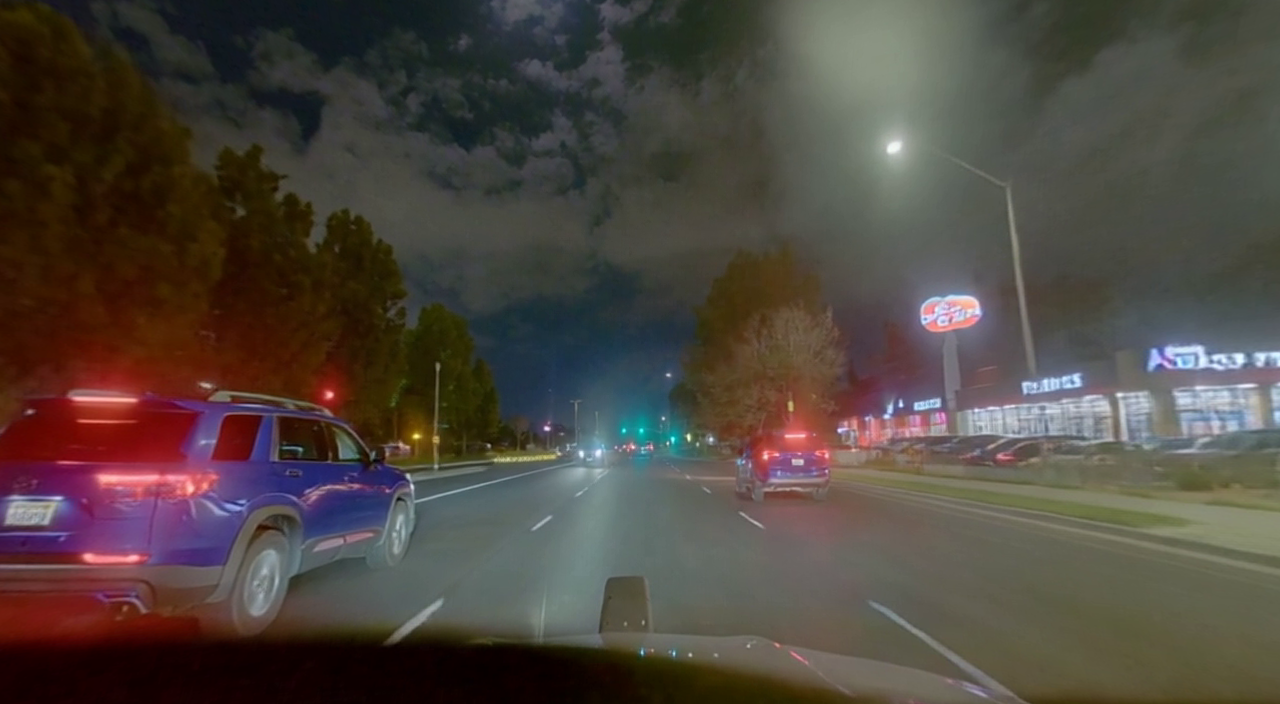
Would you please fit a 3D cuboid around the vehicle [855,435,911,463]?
[{"bbox_3d":[15.686,6.298,40.927,1.897,1.662,4.504,0,-8,1],"label":"vehicle"}]

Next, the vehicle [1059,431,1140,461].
[{"bbox_3d":[29.185,6.002,40.221,2.051,1.813,4.095,0,-8,1],"label":"vehicle"}]

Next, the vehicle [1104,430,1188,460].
[{"bbox_3d":[32.079,5.946,40.115,1.946,1.801,4.064,0,-8,0],"label":"vehicle"}]

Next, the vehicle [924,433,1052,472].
[{"bbox_3d":[13.745,3.975,25.058,4.040,1.497,1.702,0,-8,-1],"label":"vehicle"}]

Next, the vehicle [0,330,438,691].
[{"bbox_3d":[-3.788,1.182,5.837,2.210,1.925,4.838,0,-8,0],"label":"vehicle"}]

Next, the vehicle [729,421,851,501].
[{"bbox_3d":[3.669,2.782,16.380,2.024,1.773,4.431,0,-8,-1],"label":"vehicle"}]

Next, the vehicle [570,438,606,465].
[{"bbox_3d":[-3.623,6.974,44.424,2.112,1.775,4.404,0,-8,1],"label":"vehicle"}]
